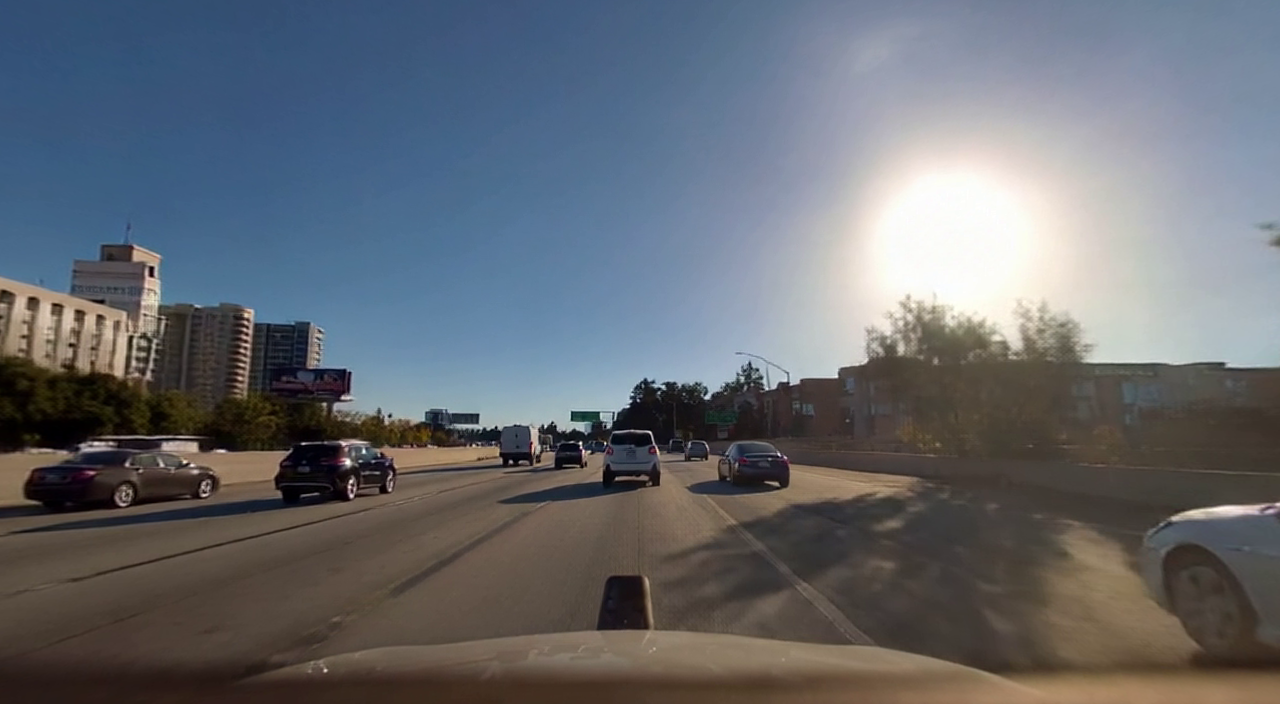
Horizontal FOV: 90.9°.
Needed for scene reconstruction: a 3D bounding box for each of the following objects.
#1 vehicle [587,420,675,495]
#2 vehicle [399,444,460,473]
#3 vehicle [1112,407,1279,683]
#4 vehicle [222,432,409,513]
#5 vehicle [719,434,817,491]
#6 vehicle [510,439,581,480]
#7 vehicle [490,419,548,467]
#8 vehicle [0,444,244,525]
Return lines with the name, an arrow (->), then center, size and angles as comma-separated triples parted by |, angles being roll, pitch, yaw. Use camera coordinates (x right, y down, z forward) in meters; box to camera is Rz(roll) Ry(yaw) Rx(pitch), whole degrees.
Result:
vehicle -> -0.236, 2.988, 18.195 | 2.209, 1.863, 4.626 | 0, -8, 0
vehicle -> -11.371, 5.747, 34.273 | 1.923, 1.480, 3.905 | 0, -8, 1
vehicle -> 4.455, 0.875, 2.269 | 1.915, 1.482, 4.537 | 0, -8, -1
vehicle -> -7.402, 2.773, 15.046 | 2.021, 1.632, 4.417 | 0, -8, 1
vehicle -> 3.688, 3.261, 19.031 | 1.942, 1.487, 4.518 | 0, -8, -1
vehicle -> -3.715, 4.305, 25.614 | 2.079, 1.499, 4.512 | 0, -8, 1
vehicle -> -7.643, 5.873, 40.686 | 2.358, 2.817, 7.055 | 0, -8, 0
vehicle -> -11.155, 2.746, 13.784 | 1.970, 1.441, 4.555 | 0, -8, 1
